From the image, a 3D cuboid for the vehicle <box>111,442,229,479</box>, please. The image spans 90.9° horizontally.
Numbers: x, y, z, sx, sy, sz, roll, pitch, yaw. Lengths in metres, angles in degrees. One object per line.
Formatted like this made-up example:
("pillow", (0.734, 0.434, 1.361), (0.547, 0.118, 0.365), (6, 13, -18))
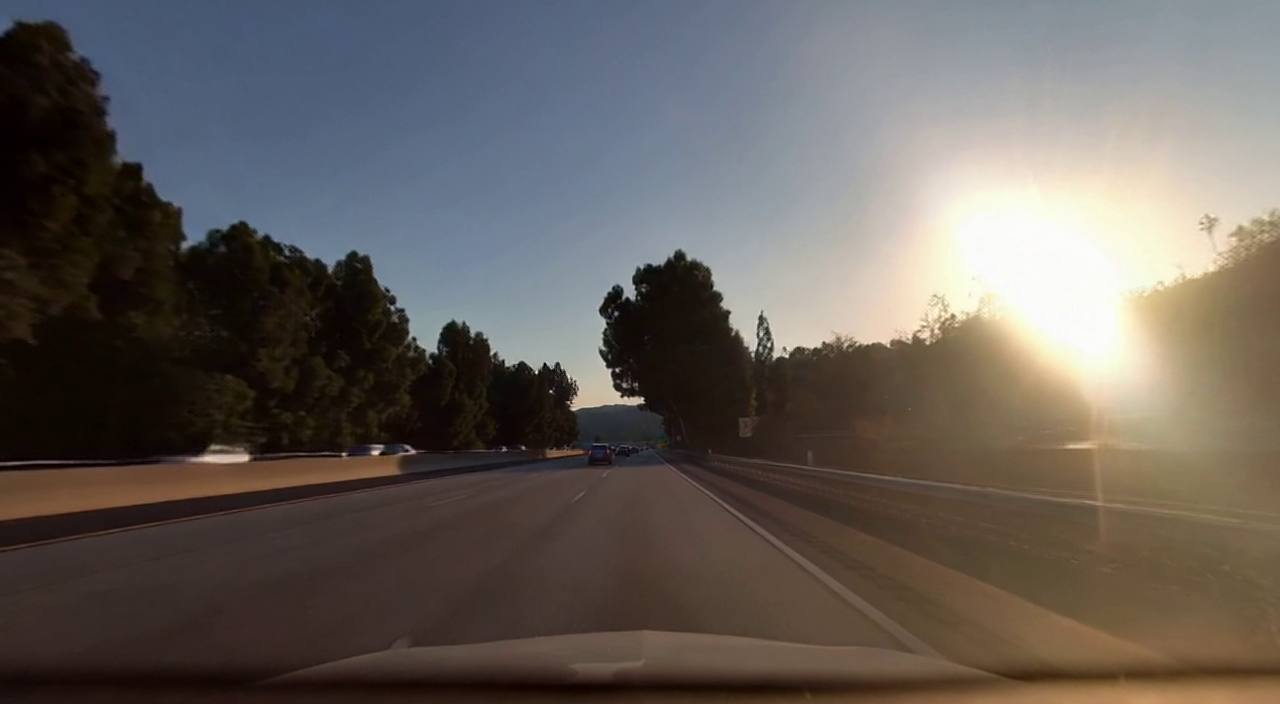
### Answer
("vehicle", (-21.103, 4.882, 28.606), (1.831, 1.526, 4.458), (0, -8, 1))
